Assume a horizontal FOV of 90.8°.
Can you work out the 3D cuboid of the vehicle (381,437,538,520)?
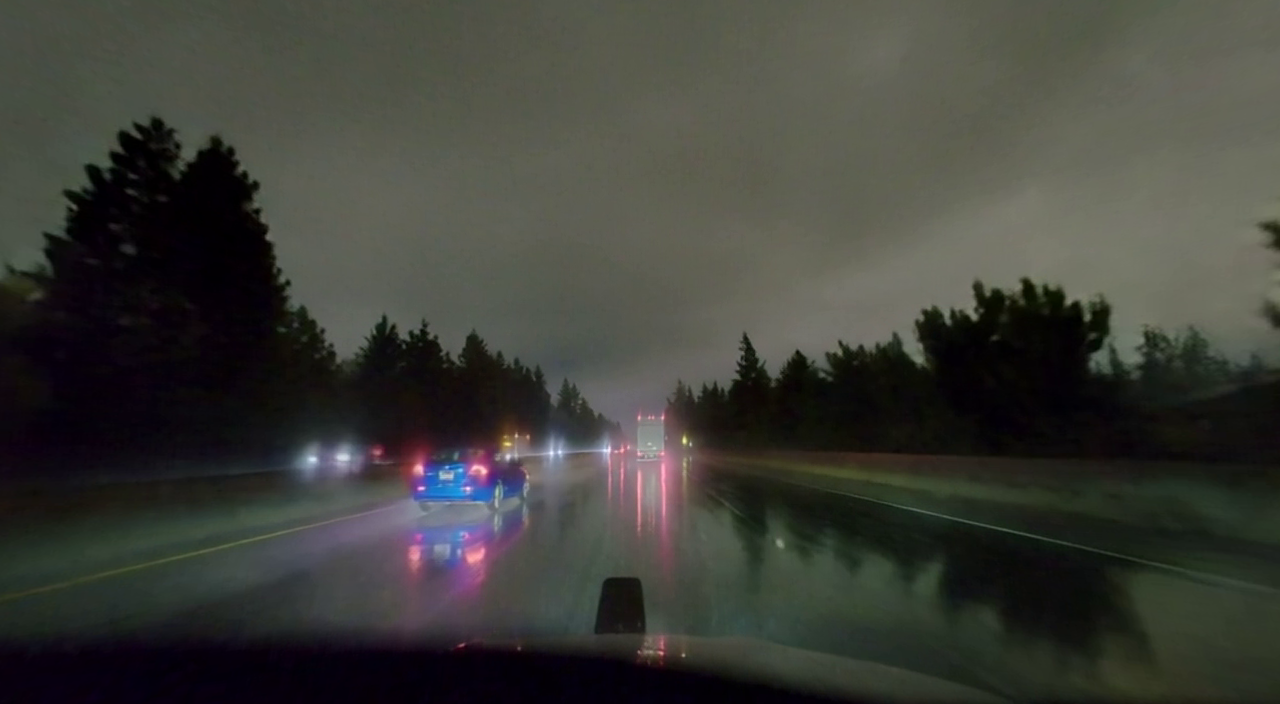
[{"bbox_3d":[-3.801,2.772,14.378,1.999,1.533,4.870,-1,-9,2],"label":"vehicle"}]

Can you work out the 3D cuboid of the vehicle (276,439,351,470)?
[{"bbox_3d":[-16.921,5.340,32.943,1.741,1.462,3.887,-1,-9,1],"label":"vehicle"}]
